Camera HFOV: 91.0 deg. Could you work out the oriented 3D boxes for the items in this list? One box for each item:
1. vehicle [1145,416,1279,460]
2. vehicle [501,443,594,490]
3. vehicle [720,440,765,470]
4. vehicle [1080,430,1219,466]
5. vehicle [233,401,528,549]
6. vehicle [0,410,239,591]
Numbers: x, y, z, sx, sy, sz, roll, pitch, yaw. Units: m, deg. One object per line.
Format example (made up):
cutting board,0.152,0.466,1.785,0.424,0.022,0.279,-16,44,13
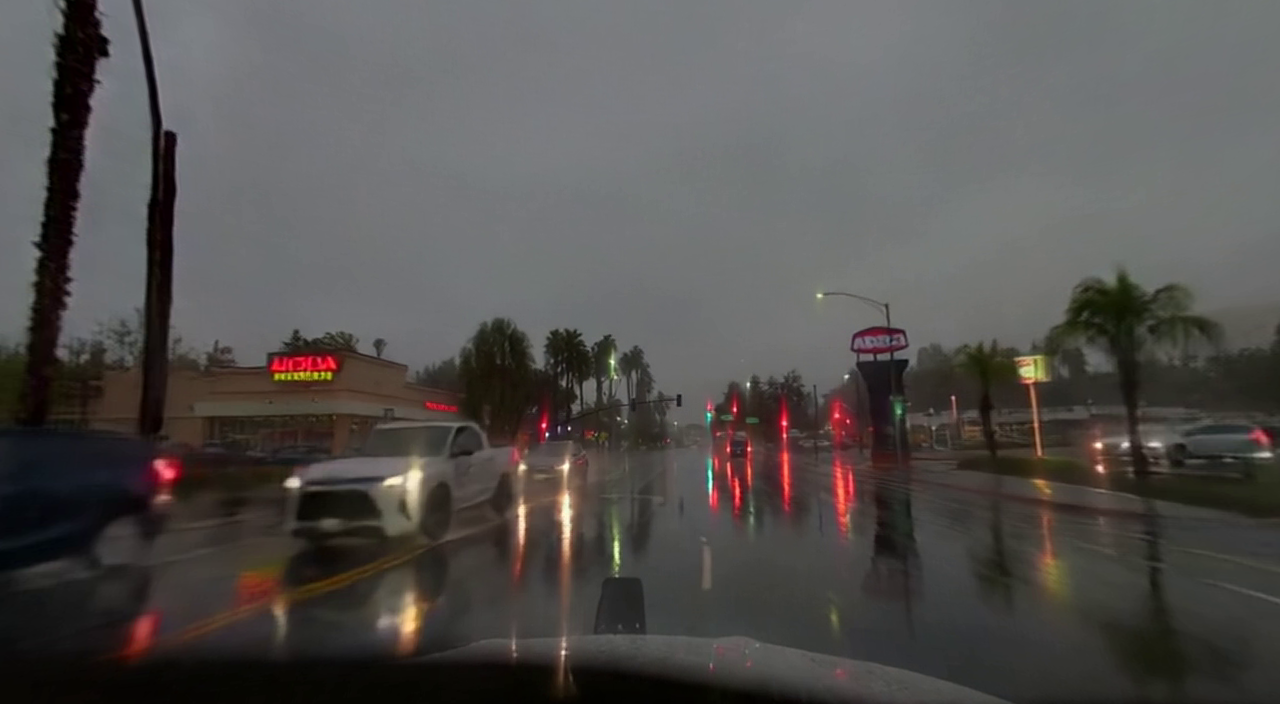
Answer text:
vehicle,27.703,4.129,30.017,2.308,1.868,4.999,4,-9,-23
vehicle,-3.133,4.008,22.498,2.090,1.489,4.909,-1,-9,6
vehicle,5.438,5.510,33.851,2.065,1.507,4.225,-1,-9,6
vehicle,24.215,4.574,30.146,2.028,1.556,4.625,4,-9,-26
vehicle,-4.103,2.109,11.518,2.551,1.995,5.615,-1,-9,6
vehicle,-8.174,1.727,7.556,2.328,1.976,5.915,-1,-9,7
